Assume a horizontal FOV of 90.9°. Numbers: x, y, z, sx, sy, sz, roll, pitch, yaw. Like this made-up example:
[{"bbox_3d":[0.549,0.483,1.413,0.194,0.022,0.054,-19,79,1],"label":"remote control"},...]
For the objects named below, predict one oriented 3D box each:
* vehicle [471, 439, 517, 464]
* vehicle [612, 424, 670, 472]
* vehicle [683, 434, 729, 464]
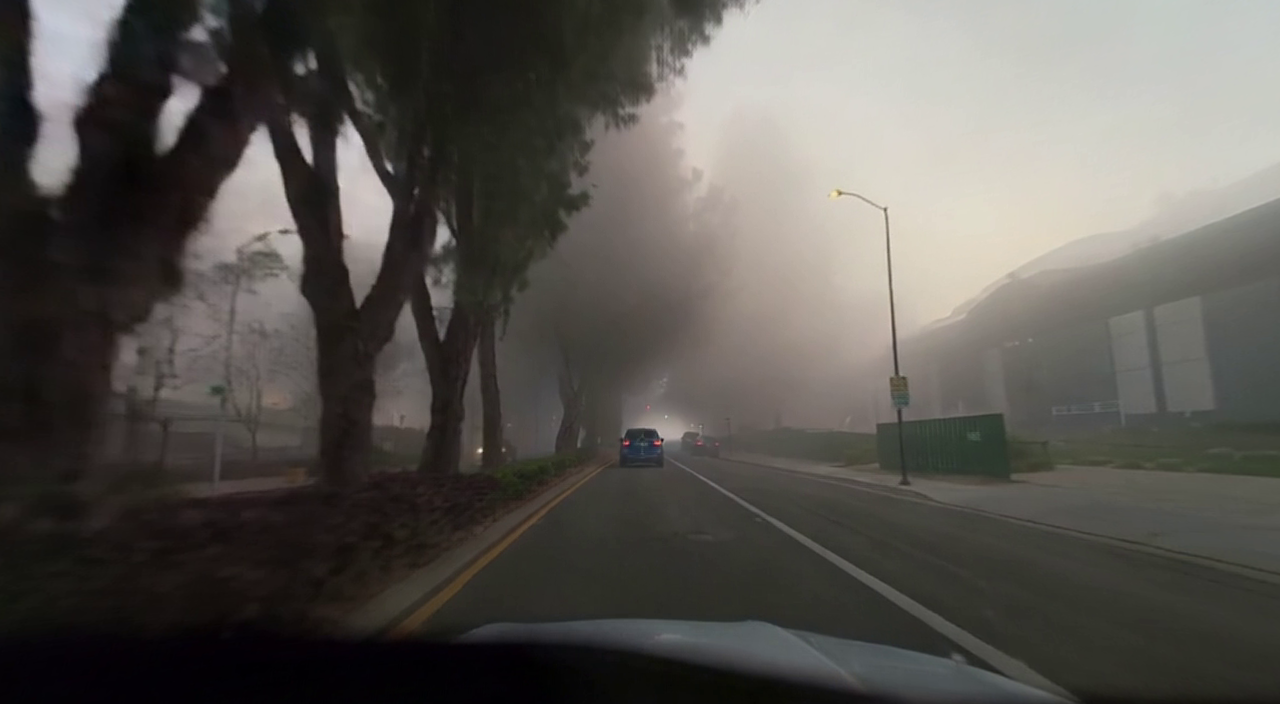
[{"bbox_3d":[-9.431,6.455,41.030,2.028,1.502,4.646,0,-8,-2],"label":"vehicle"},{"bbox_3d":[0.073,4.267,28.140,2.386,1.947,4.168,0,-8,1],"label":"vehicle"},{"bbox_3d":[3.856,5.802,37.782,2.138,1.699,4.852,0,-8,-1],"label":"vehicle"}]
